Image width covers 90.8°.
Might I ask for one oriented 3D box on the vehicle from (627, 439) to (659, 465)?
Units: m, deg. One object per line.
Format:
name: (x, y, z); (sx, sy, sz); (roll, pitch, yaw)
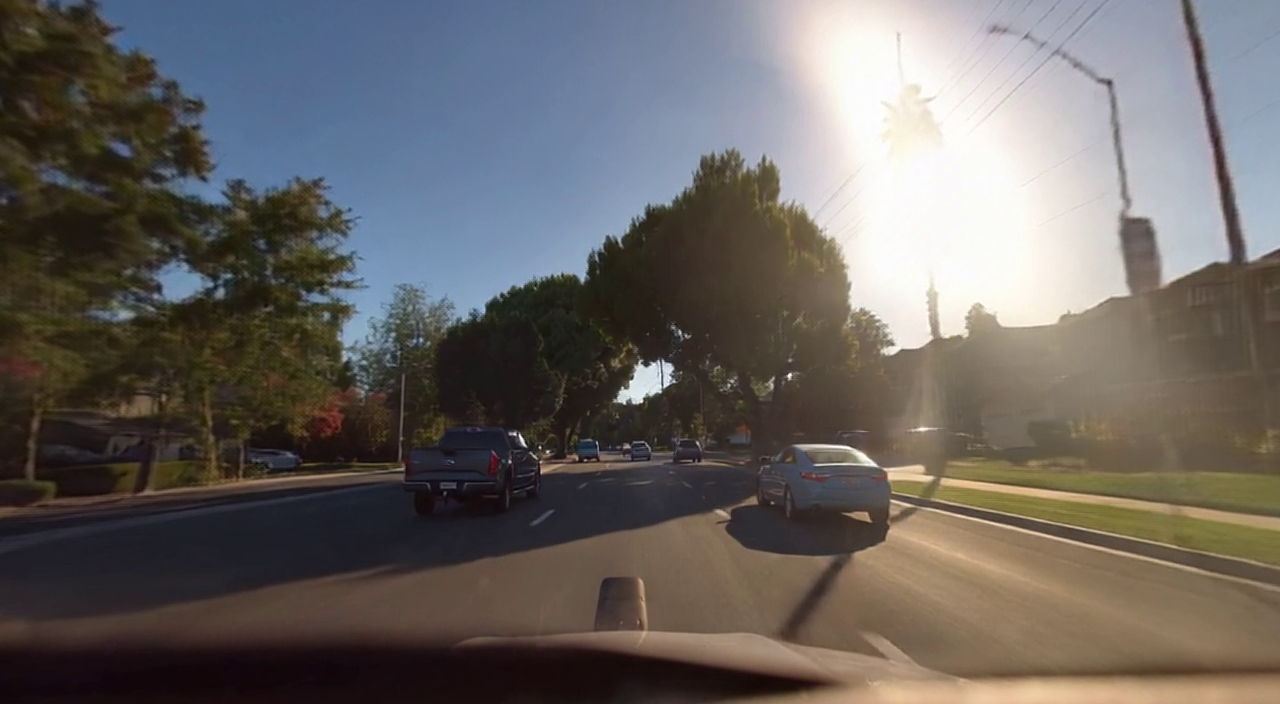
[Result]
vehicle: (0.148, 6.651, 42.292); (1.997, 1.636, 3.760); (0, -8, -1)

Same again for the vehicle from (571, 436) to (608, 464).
vehicle: (-3.504, 6.878, 44.301); (2.218, 1.829, 4.492); (0, -8, 0)

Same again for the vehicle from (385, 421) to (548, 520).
vehicle: (-3.499, 2.515, 13.993); (2.111, 1.745, 5.274); (0, -8, 0)

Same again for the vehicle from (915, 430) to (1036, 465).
vehicle: (14.729, 4.217, 27.886); (4.267, 1.480, 1.817); (0, -8, 1)

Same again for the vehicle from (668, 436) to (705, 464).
vehicle: (3.238, 6.899, 44.632); (2.099, 1.845, 4.363); (0, -8, -2)

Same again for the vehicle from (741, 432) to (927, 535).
vehicle: (3.130, 2.205, 11.242); (1.884, 1.463, 4.195); (0, -8, -1)
